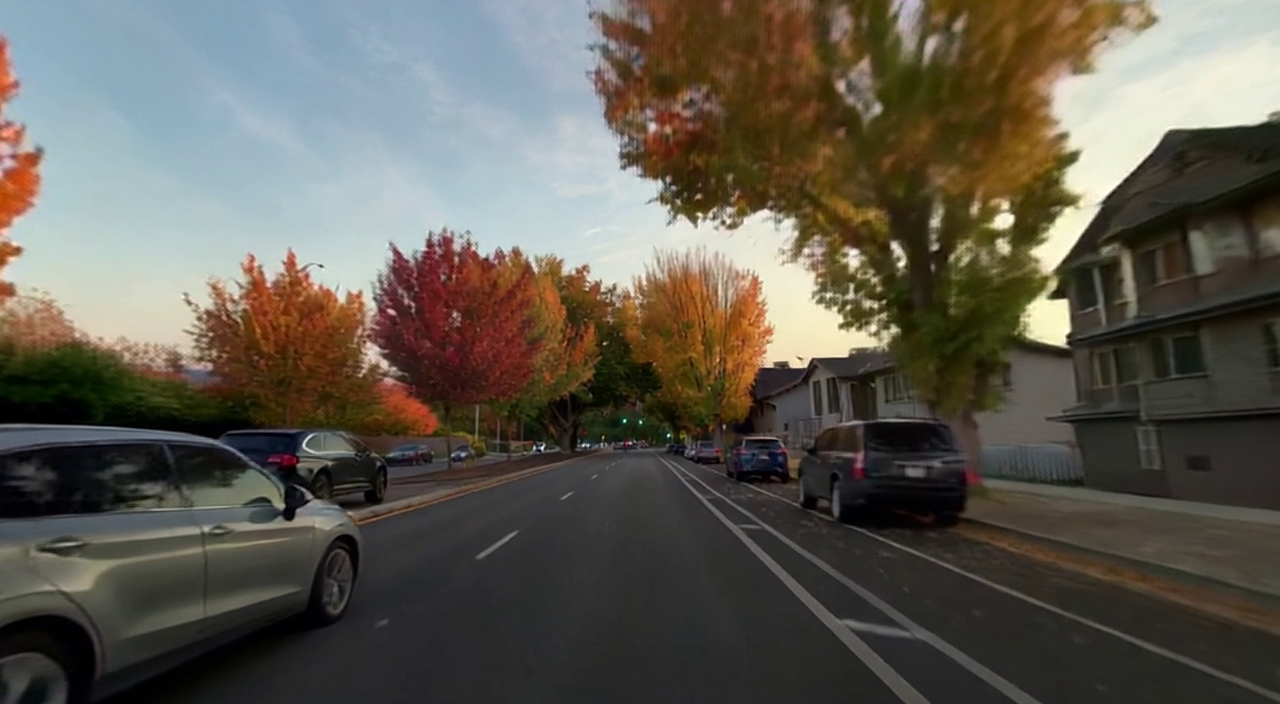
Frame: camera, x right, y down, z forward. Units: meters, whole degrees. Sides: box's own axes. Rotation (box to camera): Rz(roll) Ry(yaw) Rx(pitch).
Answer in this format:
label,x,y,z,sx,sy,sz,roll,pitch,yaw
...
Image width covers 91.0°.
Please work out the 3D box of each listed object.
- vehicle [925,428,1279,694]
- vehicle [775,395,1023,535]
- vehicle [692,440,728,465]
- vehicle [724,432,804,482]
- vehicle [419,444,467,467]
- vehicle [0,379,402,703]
label,x,y,z,sx,sy,sz,roll,pitch,yaw
vehicle,4.556,1.487,5.470,1.876,1.510,4.637,1,-9,-2
vehicle,4.626,2.199,12.862,2.374,2.104,6.508,0,-9,1
vehicle,4.968,7.219,45.450,2.014,1.700,4.369,1,-9,-1
vehicle,4.861,4.226,25.629,2.164,1.793,5.671,0,-9,1
vehicle,-13.670,7.179,43.887,1.837,1.491,4.378,0,-9,1
vehicle,-3.208,1.022,3.420,1.982,1.478,4.465,0,-9,1
